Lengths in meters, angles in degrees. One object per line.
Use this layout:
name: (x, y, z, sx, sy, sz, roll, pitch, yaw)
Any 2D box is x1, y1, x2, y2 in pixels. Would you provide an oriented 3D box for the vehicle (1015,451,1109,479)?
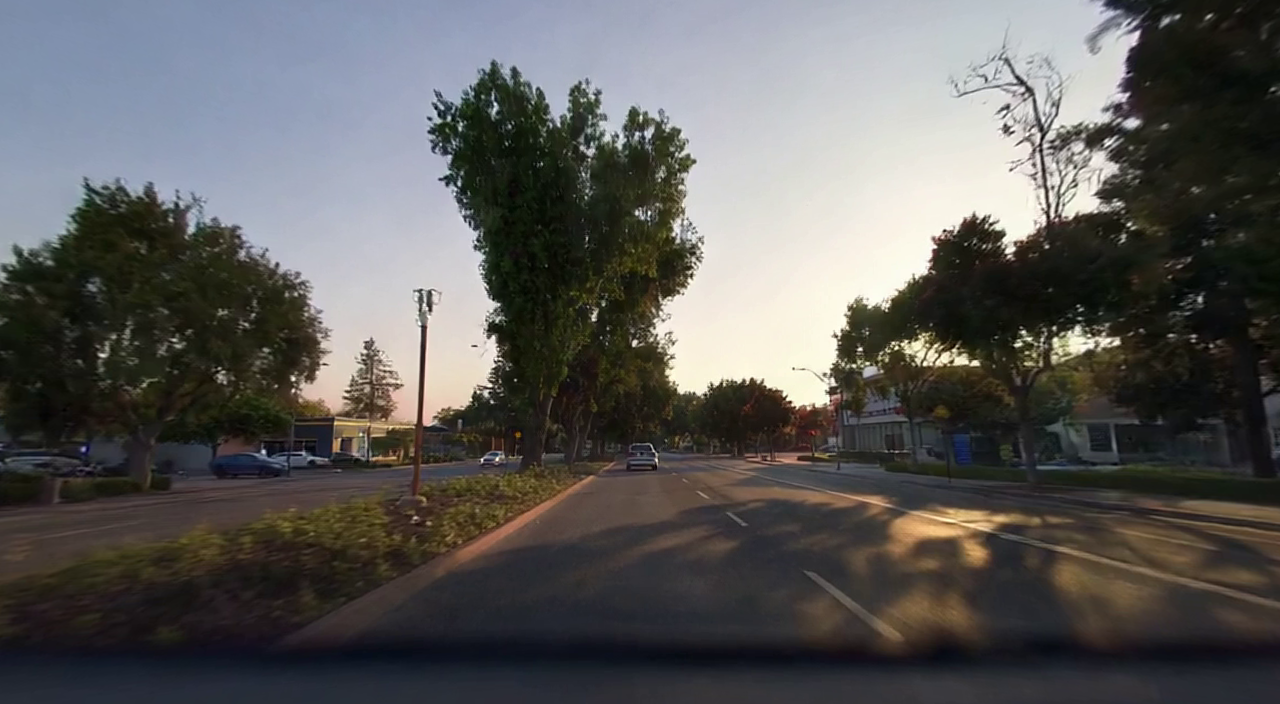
vehicle: (24.292, 6.491, 36.498, 1.863, 1.454, 4.758, 1, -9, -5)

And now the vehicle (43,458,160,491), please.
vehicle: (-27.619, 6.250, 32.522, 1.925, 1.450, 4.770, 0, -9, -1)

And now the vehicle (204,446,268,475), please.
vehicle: (-28.262, 7.580, 44.239, 2.061, 1.871, 5.360, 2, -9, -14)

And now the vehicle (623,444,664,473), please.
vehicle: (0.106, 5.556, 33.059, 1.998, 1.452, 3.773, 0, -8, -2)
